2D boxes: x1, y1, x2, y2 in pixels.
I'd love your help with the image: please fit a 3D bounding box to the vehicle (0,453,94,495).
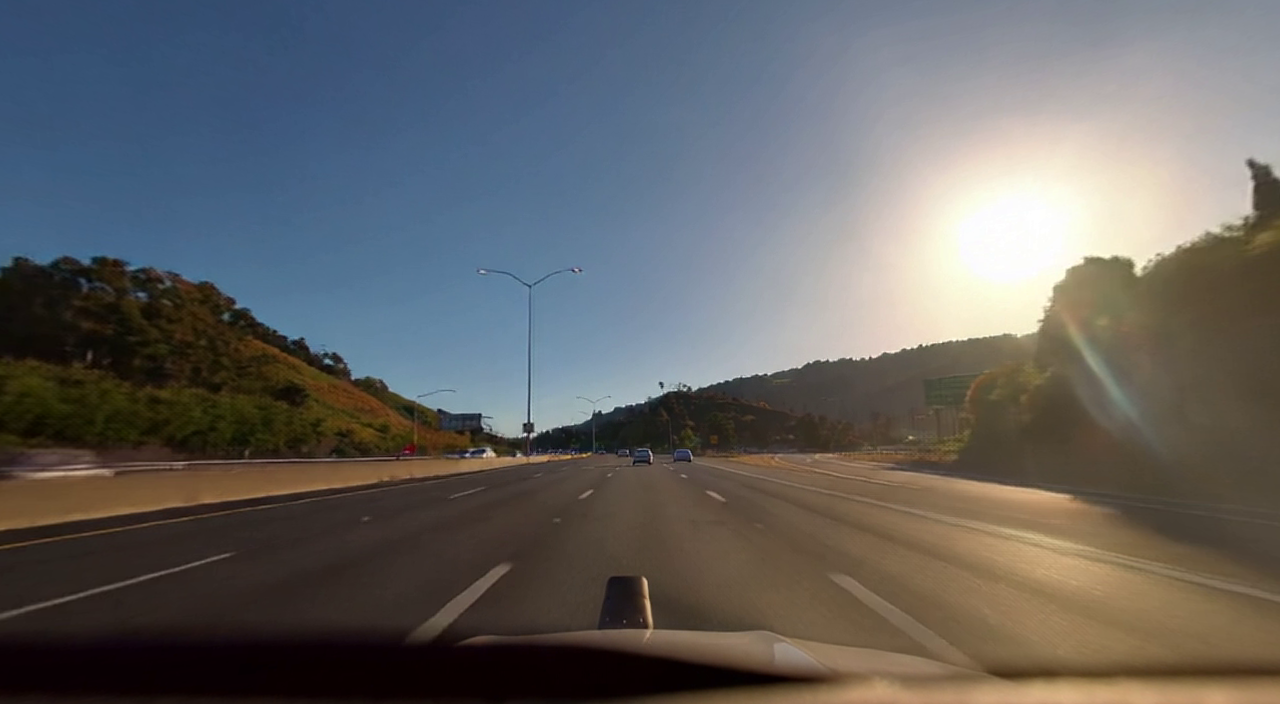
[{"bbox_3d":[-24.329,4.713,24.588,2.037,1.483,4.504,0,-8,0],"label":"vehicle"}]
